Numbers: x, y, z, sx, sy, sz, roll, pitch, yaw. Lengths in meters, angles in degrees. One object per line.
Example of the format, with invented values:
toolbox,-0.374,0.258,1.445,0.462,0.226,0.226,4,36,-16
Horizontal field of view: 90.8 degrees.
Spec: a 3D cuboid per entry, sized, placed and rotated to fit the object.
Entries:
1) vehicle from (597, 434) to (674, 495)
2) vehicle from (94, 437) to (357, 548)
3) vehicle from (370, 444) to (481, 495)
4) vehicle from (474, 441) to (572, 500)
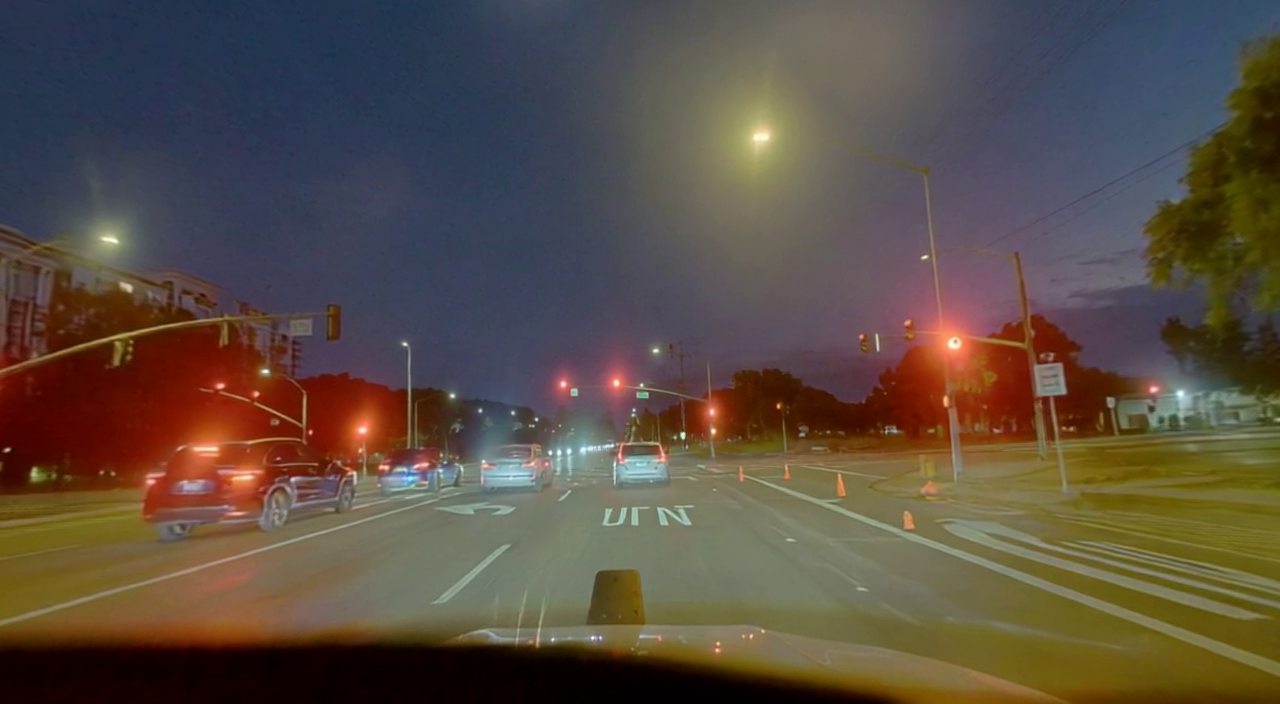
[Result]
vehicle,-0.128,3.180,18.231,1.985,1.521,3.968,0,-8,0
vehicle,-6.876,2.325,11.160,1.869,1.570,4.064,0,-8,0
vehicle,-6.761,3.733,20.476,2.074,1.447,4.224,0,-8,1
vehicle,-3.153,3.267,17.900,1.946,1.437,4.154,0,-8,1
